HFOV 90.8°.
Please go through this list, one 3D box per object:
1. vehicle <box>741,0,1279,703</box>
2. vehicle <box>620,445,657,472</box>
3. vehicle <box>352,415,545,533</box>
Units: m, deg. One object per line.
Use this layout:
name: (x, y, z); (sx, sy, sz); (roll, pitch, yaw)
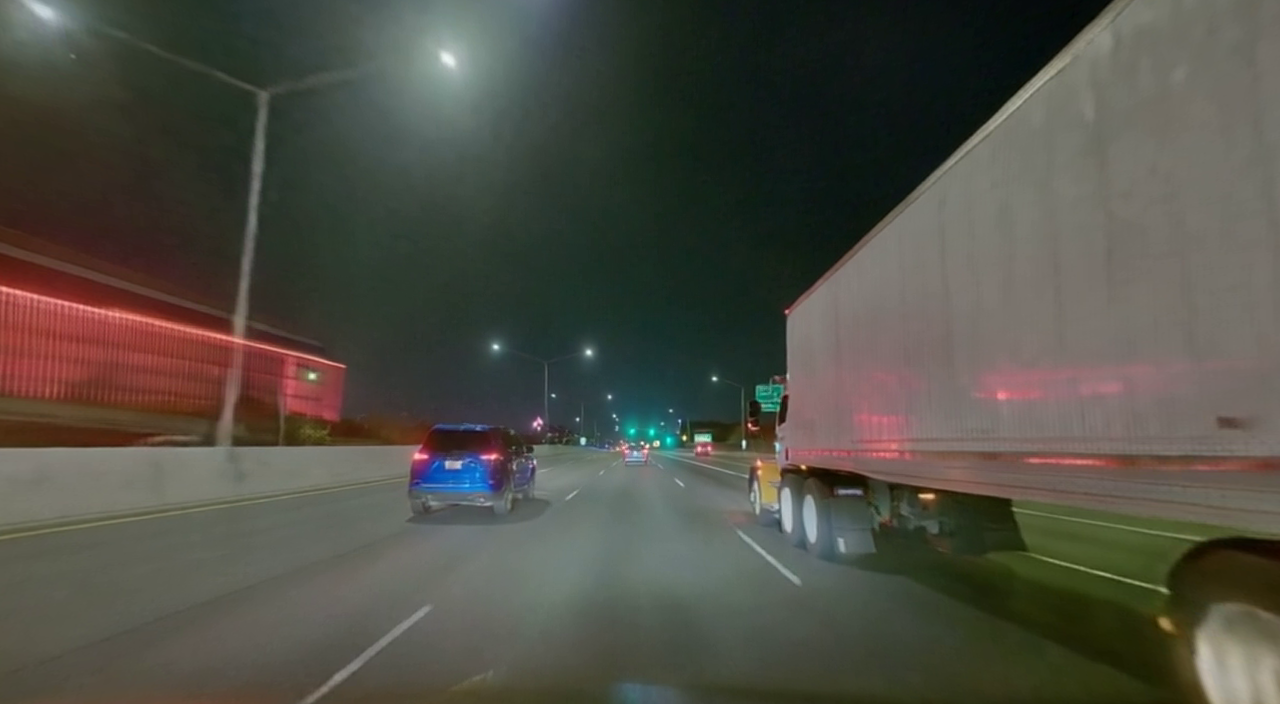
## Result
vehicle: (3.353, 0.502, 5.549); (2.934, 3.325, 10.986); (0, -9, -1)
vehicle: (-0.097, 5.831, 34.804); (1.929, 1.395, 3.999); (0, -8, 0)
vehicle: (-3.308, 2.237, 12.172); (2.229, 1.806, 4.698); (0, -9, 0)
